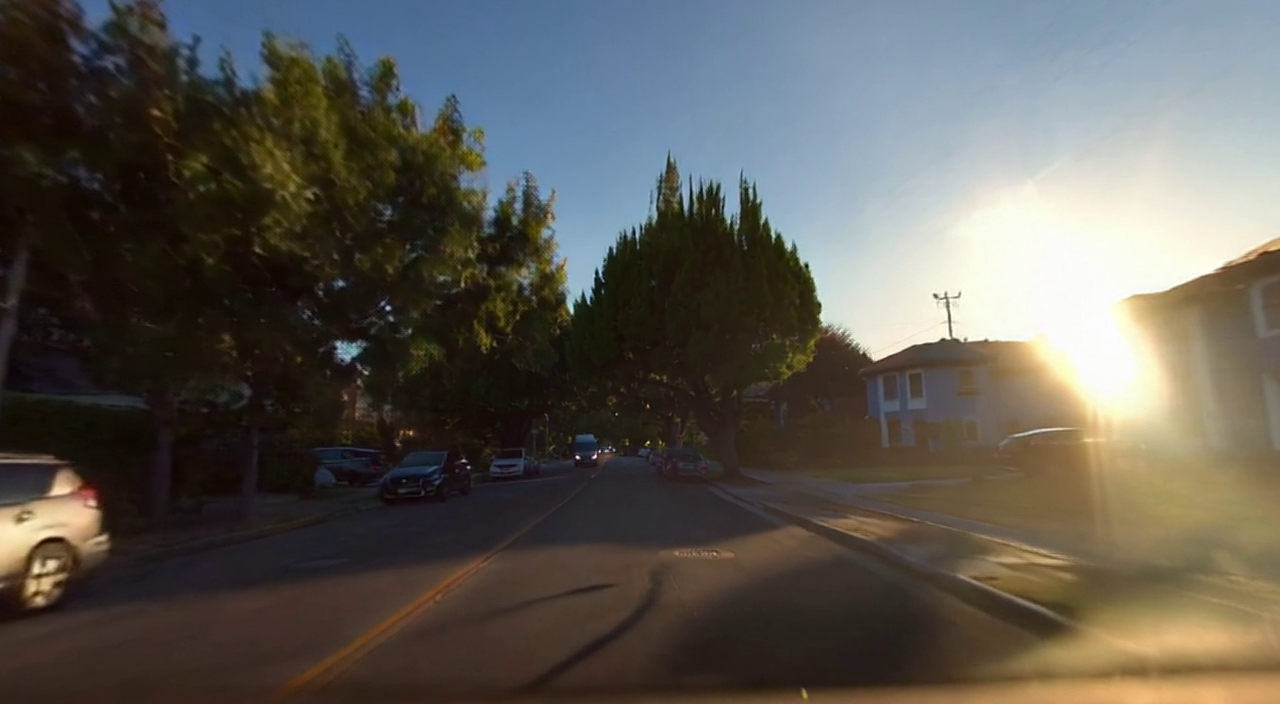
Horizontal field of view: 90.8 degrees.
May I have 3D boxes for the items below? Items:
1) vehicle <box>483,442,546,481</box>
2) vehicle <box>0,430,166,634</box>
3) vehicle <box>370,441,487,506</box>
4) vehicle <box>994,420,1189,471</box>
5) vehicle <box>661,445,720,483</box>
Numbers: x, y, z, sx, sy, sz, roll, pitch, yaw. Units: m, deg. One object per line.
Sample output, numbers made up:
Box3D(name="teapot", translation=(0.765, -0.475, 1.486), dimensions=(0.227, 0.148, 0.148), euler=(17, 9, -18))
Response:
Box3D(name="vehicle", translation=(-6.579, 5.779, 33.855), dimensions=(2.265, 1.876, 5.371), euler=(0, -8, 0))
Box3D(name="vehicle", translation=(-6.296, 1.435, 4.841), dimensions=(2.031, 1.662, 4.194), euler=(0, -8, 0))
Box3D(name="vehicle", translation=(-6.208, 3.584, 19.146), dimensions=(2.033, 1.721, 4.328), euler=(0, -8, 0))
Box3D(name="vehicle", translation=(13.632, 2.864, 19.398), dimensions=(4.370, 1.433, 1.889), euler=(-2, -8, 13))
Box3D(name="vehicle", translation=(2.123, 4.868, 27.789), dimensions=(1.996, 1.516, 4.122), euler=(0, -8, -4))
